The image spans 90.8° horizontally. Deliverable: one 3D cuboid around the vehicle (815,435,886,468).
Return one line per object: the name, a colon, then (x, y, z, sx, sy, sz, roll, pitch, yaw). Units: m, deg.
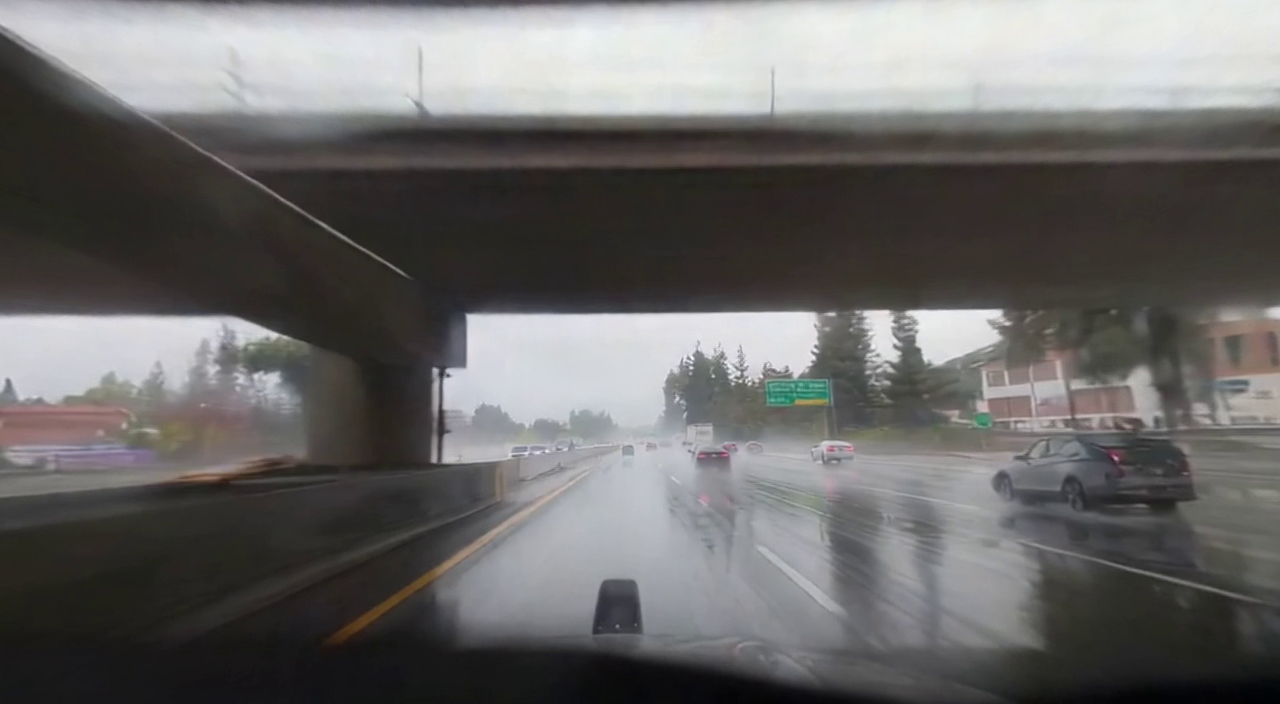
vehicle: (9.811, 4.662, 29.776, 1.838, 1.440, 4.121, 0, -8, -2)

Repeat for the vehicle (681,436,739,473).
vehicle: (3.049, 4.594, 28.462, 1.993, 1.507, 4.594, 0, -8, -2)

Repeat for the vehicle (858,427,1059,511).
vehicle: (6.552, 2.449, 13.719, 1.952, 1.489, 4.483, 0, -8, -1)
